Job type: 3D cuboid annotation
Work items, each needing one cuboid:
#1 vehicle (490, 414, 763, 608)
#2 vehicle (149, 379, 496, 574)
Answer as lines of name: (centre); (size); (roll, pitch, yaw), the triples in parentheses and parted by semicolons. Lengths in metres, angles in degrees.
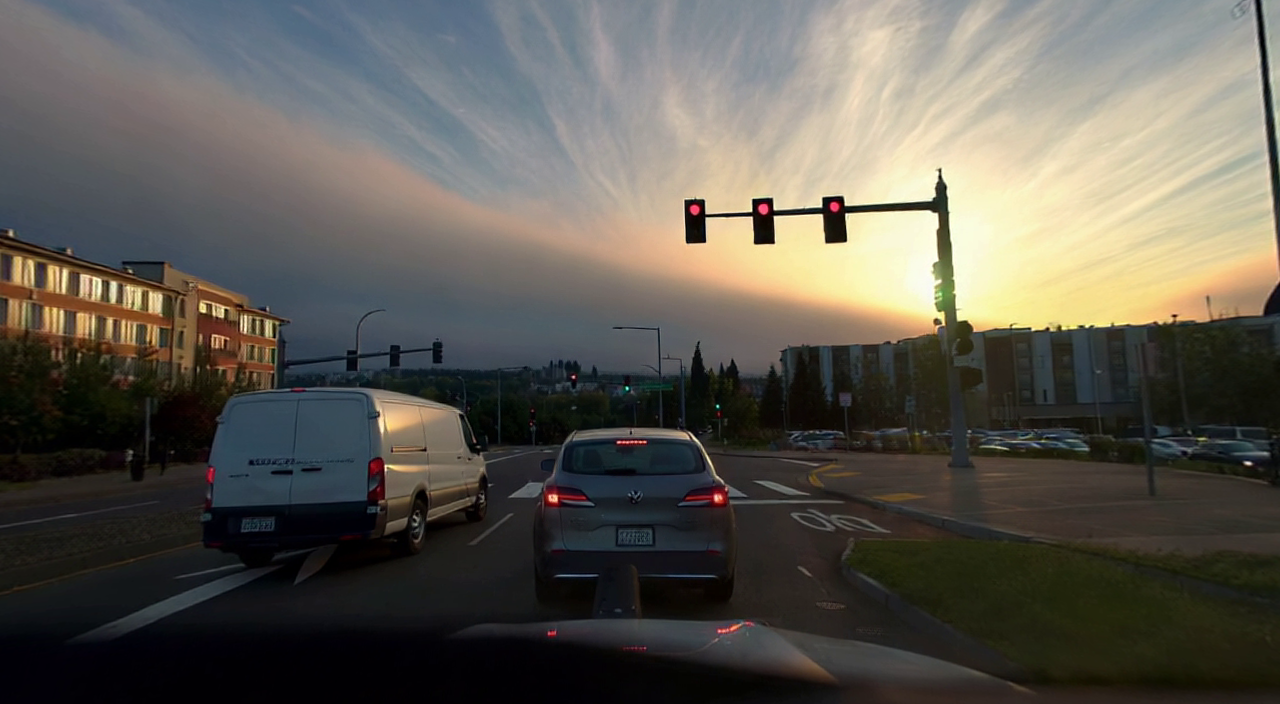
vehicle: (-0.109, 1.467, 6.791); (2.064, 1.452, 3.942); (0, -8, 0)
vehicle: (-3.573, 1.506, 8.520); (2.076, 1.820, 5.100); (0, -8, -1)
